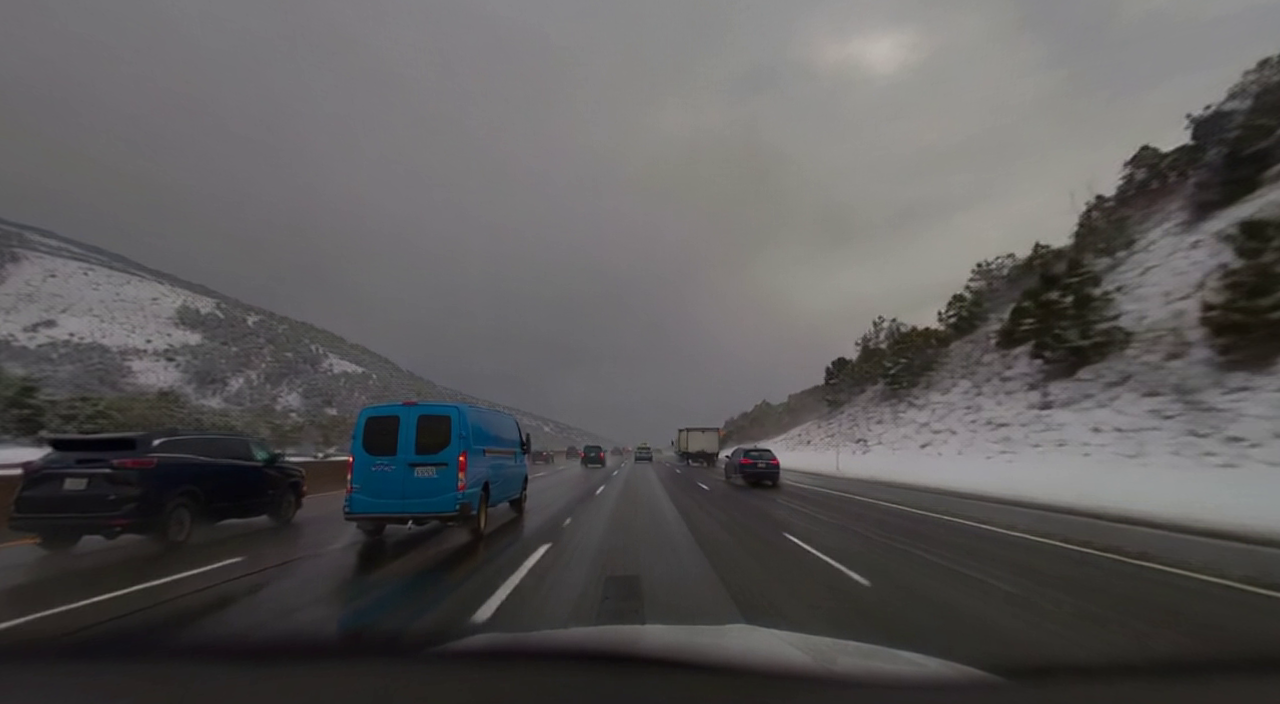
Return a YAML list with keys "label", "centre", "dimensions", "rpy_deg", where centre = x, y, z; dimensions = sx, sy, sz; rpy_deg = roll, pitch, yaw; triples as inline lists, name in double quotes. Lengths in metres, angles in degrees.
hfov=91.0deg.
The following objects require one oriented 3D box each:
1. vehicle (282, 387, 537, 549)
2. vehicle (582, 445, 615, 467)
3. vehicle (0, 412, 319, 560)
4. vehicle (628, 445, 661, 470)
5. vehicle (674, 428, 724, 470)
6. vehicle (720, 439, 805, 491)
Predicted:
- label: "vehicle"
  centre: [-3.626, 2.026, 11.567]
  dimensions: [2.421, 2.203, 5.775]
  rpy_deg: [0, -9, 1]
- label: "vehicle"
  centre: [-3.101, 7.911, 48.162]
  dimensions: [2.138, 1.581, 4.340]
  rpy_deg: [0, -9, 1]
- label: "vehicle"
  centre: [-7.411, 1.960, 9.925]
  dimensions: [2.054, 1.715, 4.928]
  rpy_deg: [0, -9, 0]
- label: "vehicle"
  centre: [0.299, 6.864, 41.246]
  dimensions: [2.014, 1.543, 3.804]
  rpy_deg: [0, -9, 0]
- label: "vehicle"
  centre: [4.096, 6.991, 45.207]
  dimensions: [2.877, 2.730, 7.831]
  rpy_deg: [0, -9, 0]
- label: "vehicle"
  centre: [4.086, 3.848, 21.776]
  dimensions: [2.051, 1.598, 4.145]
  rpy_deg: [0, -9, -1]
